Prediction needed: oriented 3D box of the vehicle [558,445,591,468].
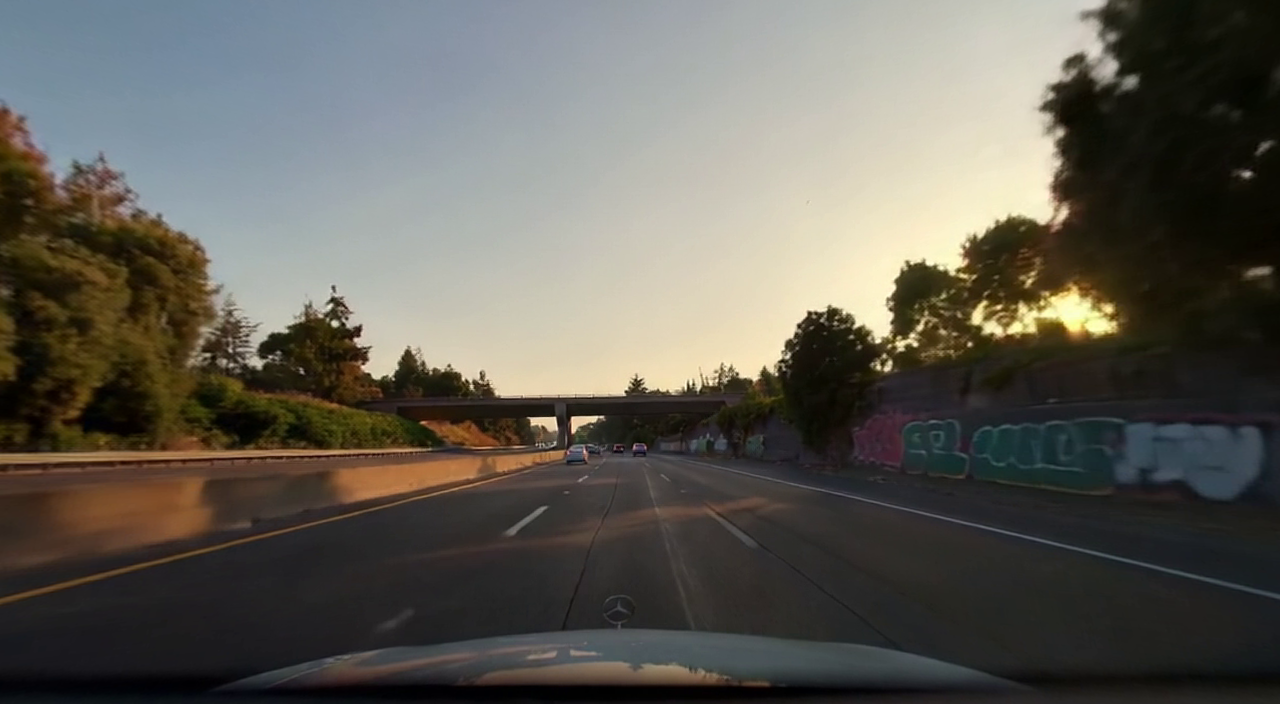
[{"bbox_3d":[-4.342,6.974,42.192,1.871,1.459,3.771,0,-9,-1],"label":"vehicle"}]
